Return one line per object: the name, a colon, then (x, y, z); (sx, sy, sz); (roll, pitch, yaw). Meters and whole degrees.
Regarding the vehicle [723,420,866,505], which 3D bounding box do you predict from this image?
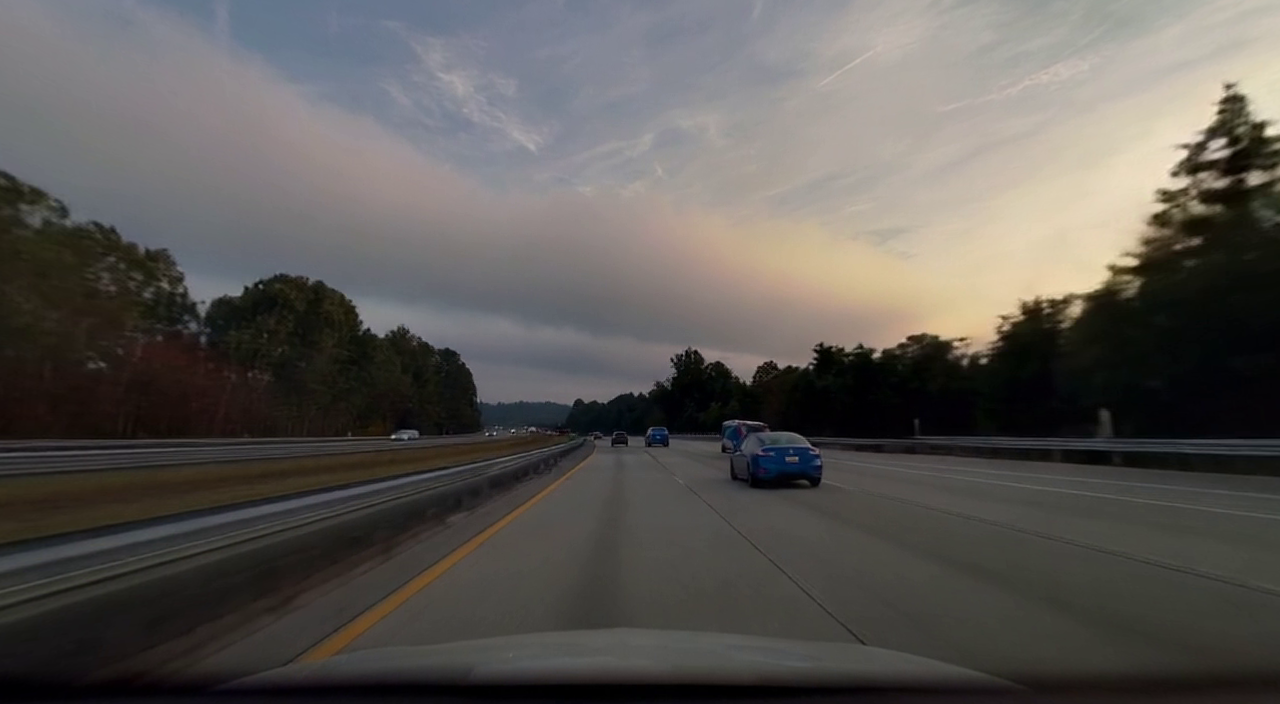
vehicle: (3.155, 2.319, 13.764); (2.002, 1.569, 3.845); (0, -8, -2)
